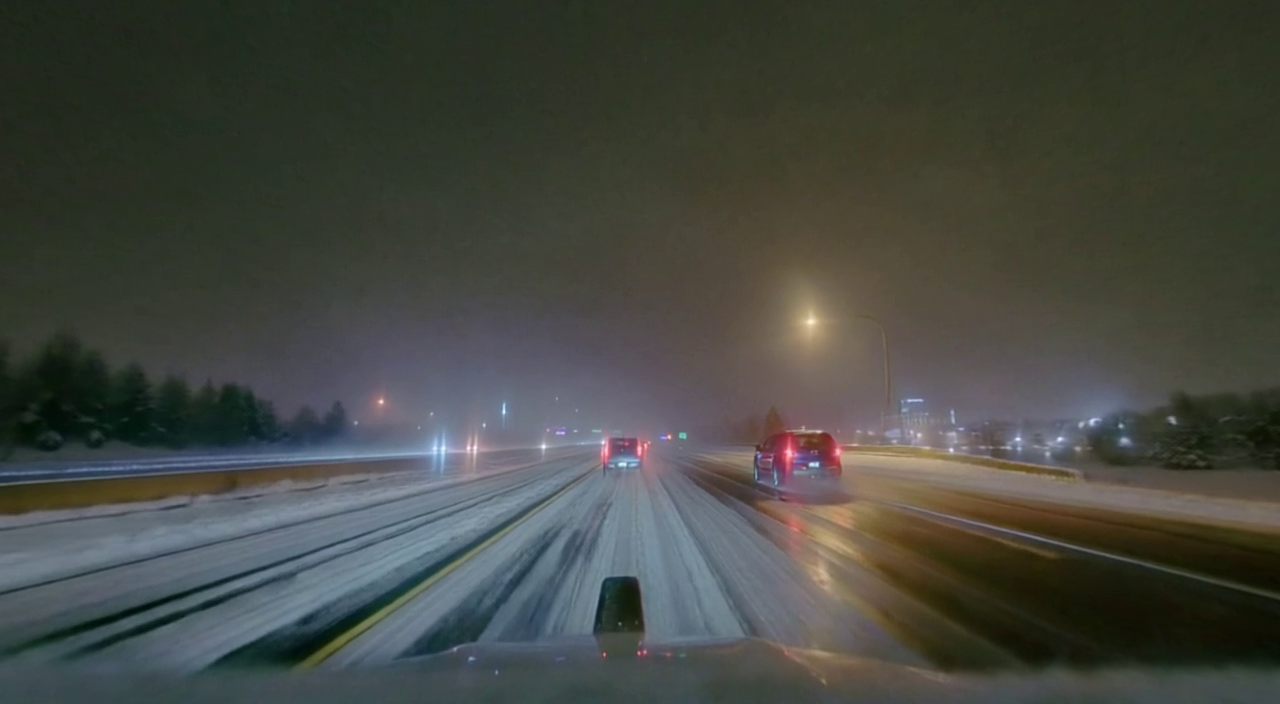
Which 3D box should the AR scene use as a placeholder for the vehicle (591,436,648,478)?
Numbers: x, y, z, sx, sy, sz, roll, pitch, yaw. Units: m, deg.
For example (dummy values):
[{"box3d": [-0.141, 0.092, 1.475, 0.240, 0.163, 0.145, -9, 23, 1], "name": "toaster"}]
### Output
[{"box3d": [-0.753, 4.231, 25.613, 2.147, 1.576, 3.964, 0, -8, 0], "name": "vehicle"}]
